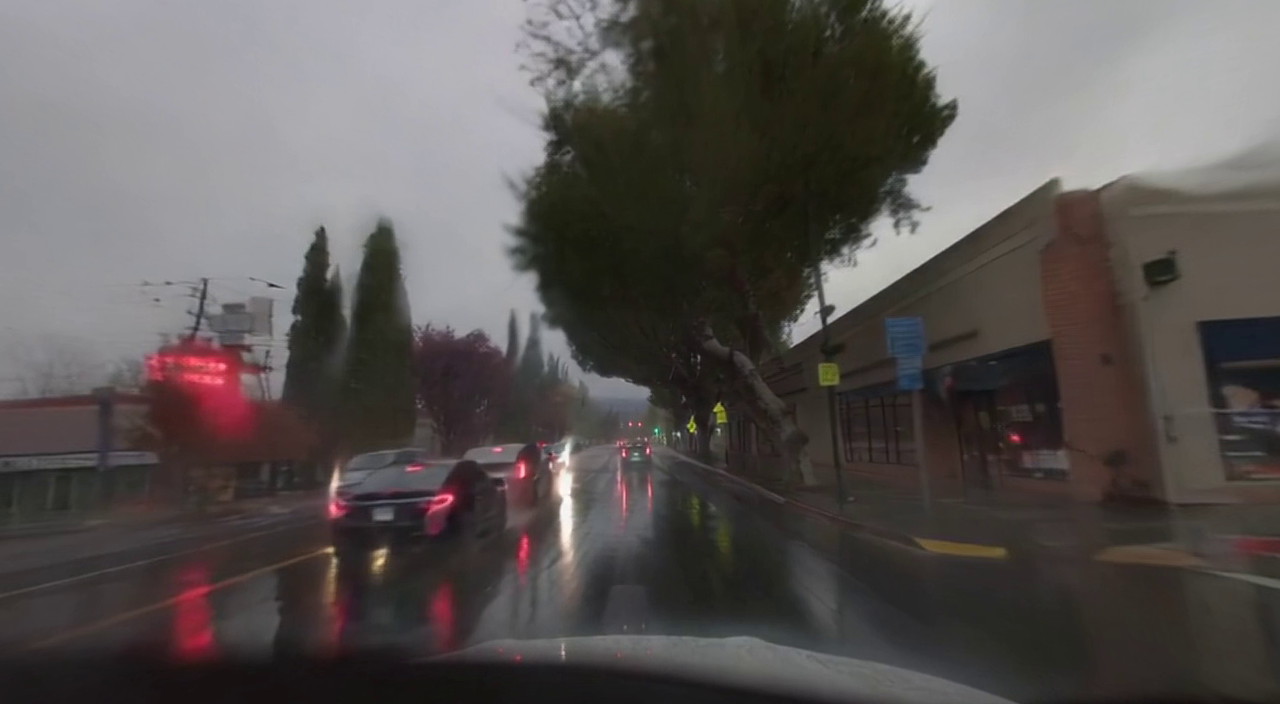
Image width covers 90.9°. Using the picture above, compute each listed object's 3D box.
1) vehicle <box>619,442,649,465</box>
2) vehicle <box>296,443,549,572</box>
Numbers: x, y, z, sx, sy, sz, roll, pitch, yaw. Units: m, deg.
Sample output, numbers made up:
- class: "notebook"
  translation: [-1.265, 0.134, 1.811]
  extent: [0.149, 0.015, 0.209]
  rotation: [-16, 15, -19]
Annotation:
- class: "vehicle"
  translation: [-0.473, 7.077, 44.191]
  extent: [2.020, 1.478, 3.922]
  rotation: [0, -8, -2]
- class: "vehicle"
  translation: [-2.786, 2.101, 9.444]
  extent: [2.099, 1.424, 4.609]
  rotation: [0, -8, 1]
